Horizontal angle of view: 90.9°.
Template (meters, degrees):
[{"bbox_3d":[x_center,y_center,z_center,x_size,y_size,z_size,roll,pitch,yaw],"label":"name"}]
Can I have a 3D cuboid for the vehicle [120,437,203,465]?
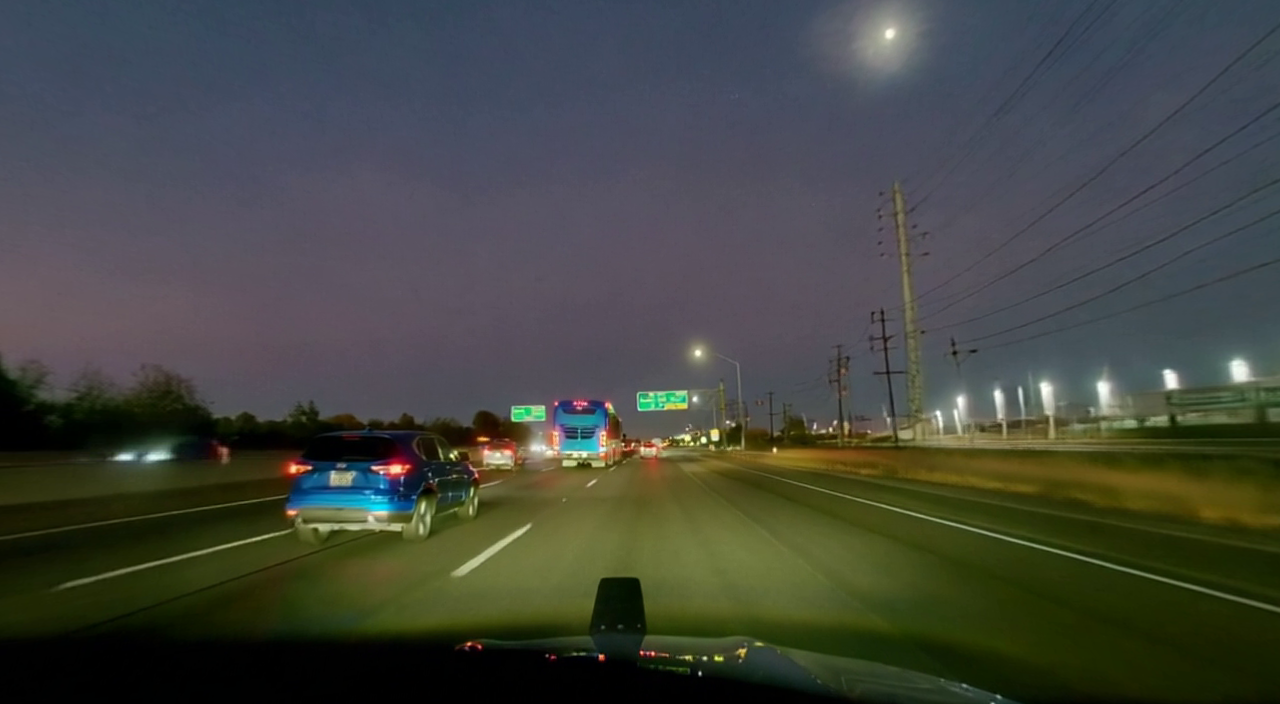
[{"bbox_3d":[-24.092,4.993,31.910,1.472,1.351,3.350,0,-9,1],"label":"vehicle"}]

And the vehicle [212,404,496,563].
[{"bbox_3d":[-3.648,1.765,9.129,2.021,1.730,4.223,0,-8,1],"label":"vehicle"}]

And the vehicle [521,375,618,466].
[{"bbox_3d":[-3.196,3.846,32.576,3.382,3.712,11.766,2,-9,1],"label":"vehicle"}]
